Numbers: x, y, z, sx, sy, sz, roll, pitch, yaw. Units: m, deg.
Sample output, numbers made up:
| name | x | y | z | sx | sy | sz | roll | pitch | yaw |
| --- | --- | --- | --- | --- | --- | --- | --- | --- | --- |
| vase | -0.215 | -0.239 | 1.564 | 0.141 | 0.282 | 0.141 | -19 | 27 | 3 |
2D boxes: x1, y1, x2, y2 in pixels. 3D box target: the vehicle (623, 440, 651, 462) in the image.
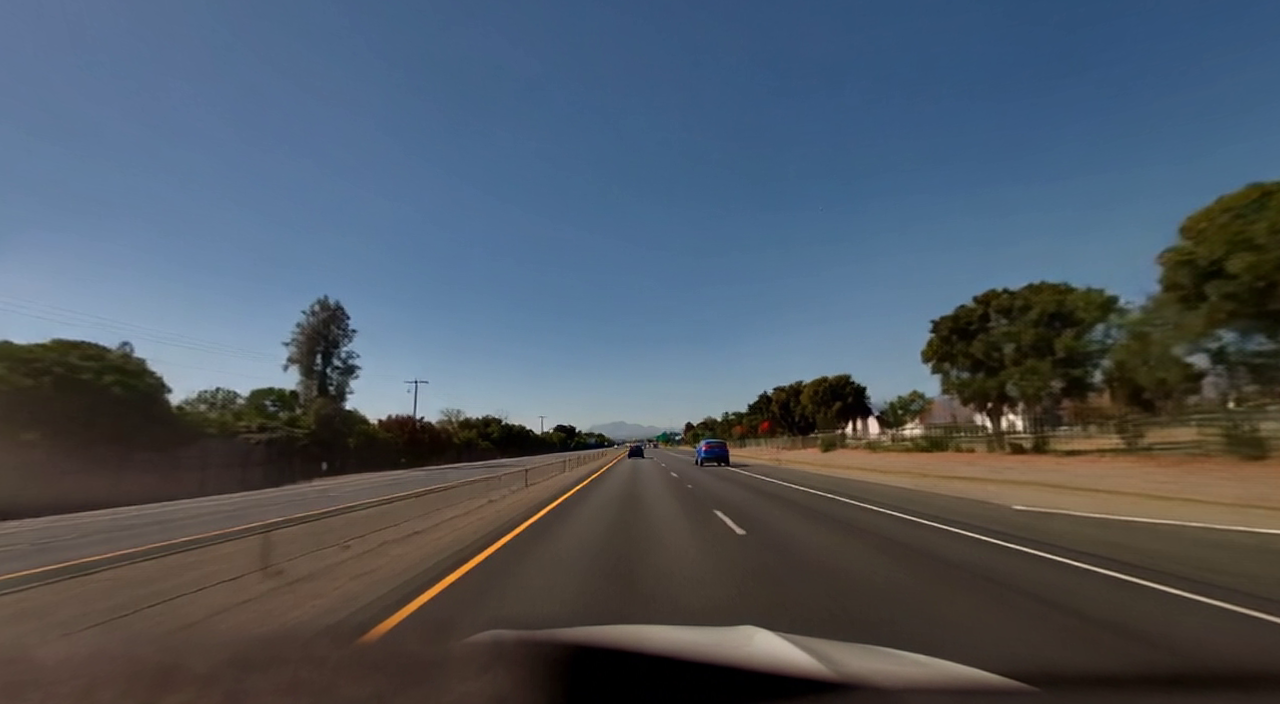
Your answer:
| name | x | y | z | sx | sy | sz | roll | pitch | yaw |
| --- | --- | --- | --- | --- | --- | --- | --- | --- | --- |
| vehicle | -0.206 | 7.346 | 46.766 | 2.009 | 1.554 | 4.013 | 0 | -8 | 1 |

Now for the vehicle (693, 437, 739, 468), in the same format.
| name | x | y | z | sx | sy | sz | roll | pitch | yaw |
| --- | --- | --- | --- | --- | --- | --- | --- | --- | --- |
| vehicle | 4.108 | 5.499 | 34.621 | 2.037 | 1.609 | 4.036 | 0 | -8 | 0 |
